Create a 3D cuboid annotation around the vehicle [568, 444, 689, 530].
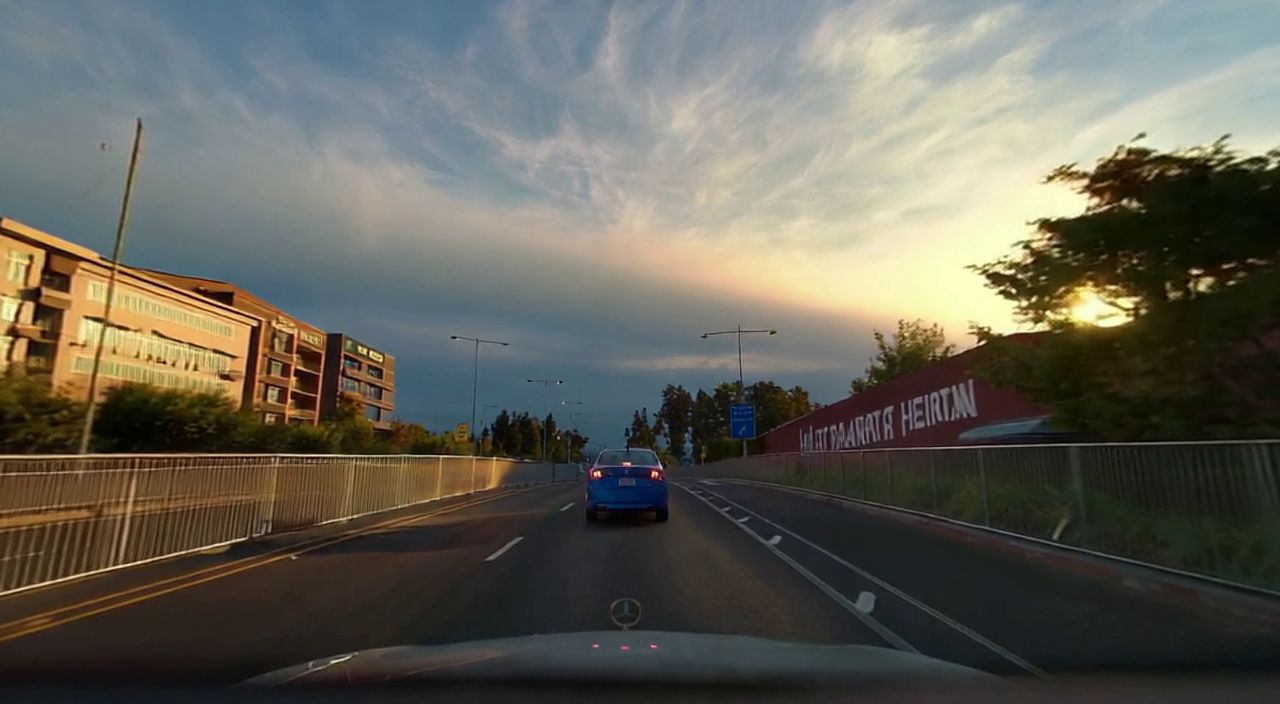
[{"bbox_3d":[-0.220,2.624,12.791,2.063,1.442,3.933,0,-9,0],"label":"vehicle"}]
